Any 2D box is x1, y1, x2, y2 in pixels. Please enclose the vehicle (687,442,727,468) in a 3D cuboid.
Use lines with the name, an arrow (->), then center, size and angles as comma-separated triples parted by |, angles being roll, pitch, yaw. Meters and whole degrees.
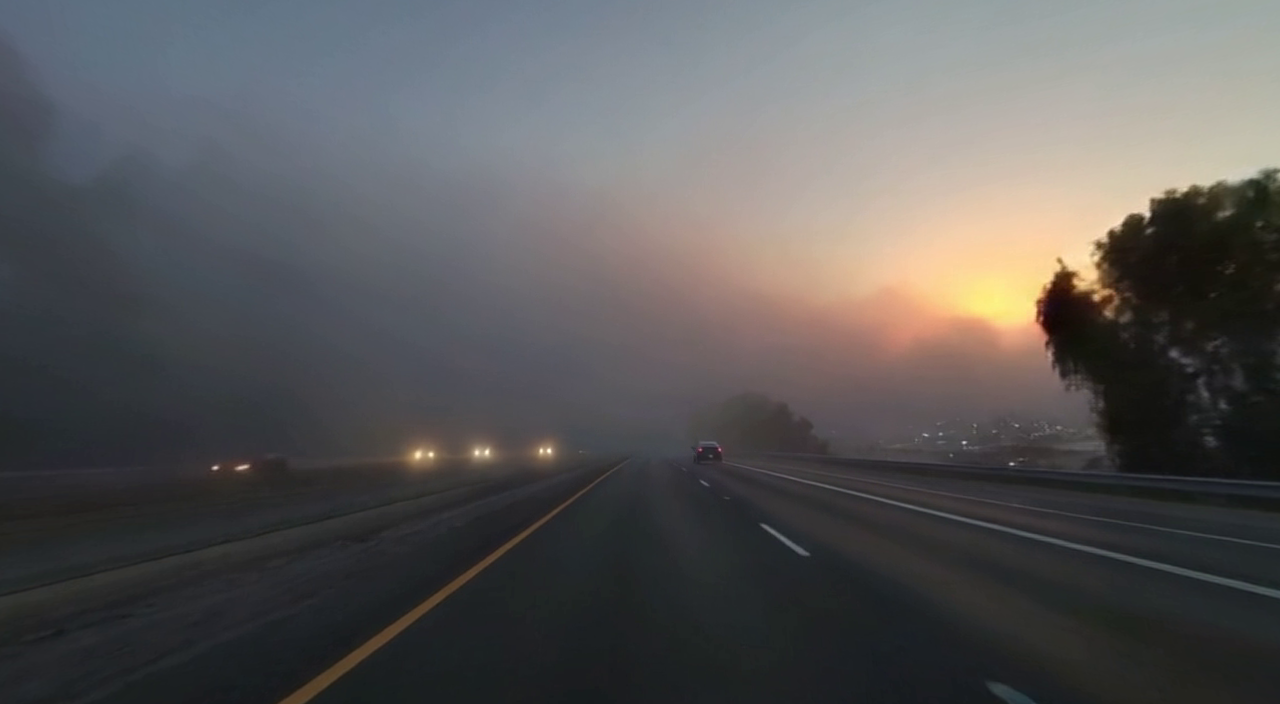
vehicle -> 4.167, 6.484, 39.990 | 2.062, 1.518, 4.026 | 0, -8, 0

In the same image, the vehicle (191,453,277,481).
vehicle -> -24.241, 6.830, 37.878 | 1.882, 1.484, 4.811 | 0, -8, 1
